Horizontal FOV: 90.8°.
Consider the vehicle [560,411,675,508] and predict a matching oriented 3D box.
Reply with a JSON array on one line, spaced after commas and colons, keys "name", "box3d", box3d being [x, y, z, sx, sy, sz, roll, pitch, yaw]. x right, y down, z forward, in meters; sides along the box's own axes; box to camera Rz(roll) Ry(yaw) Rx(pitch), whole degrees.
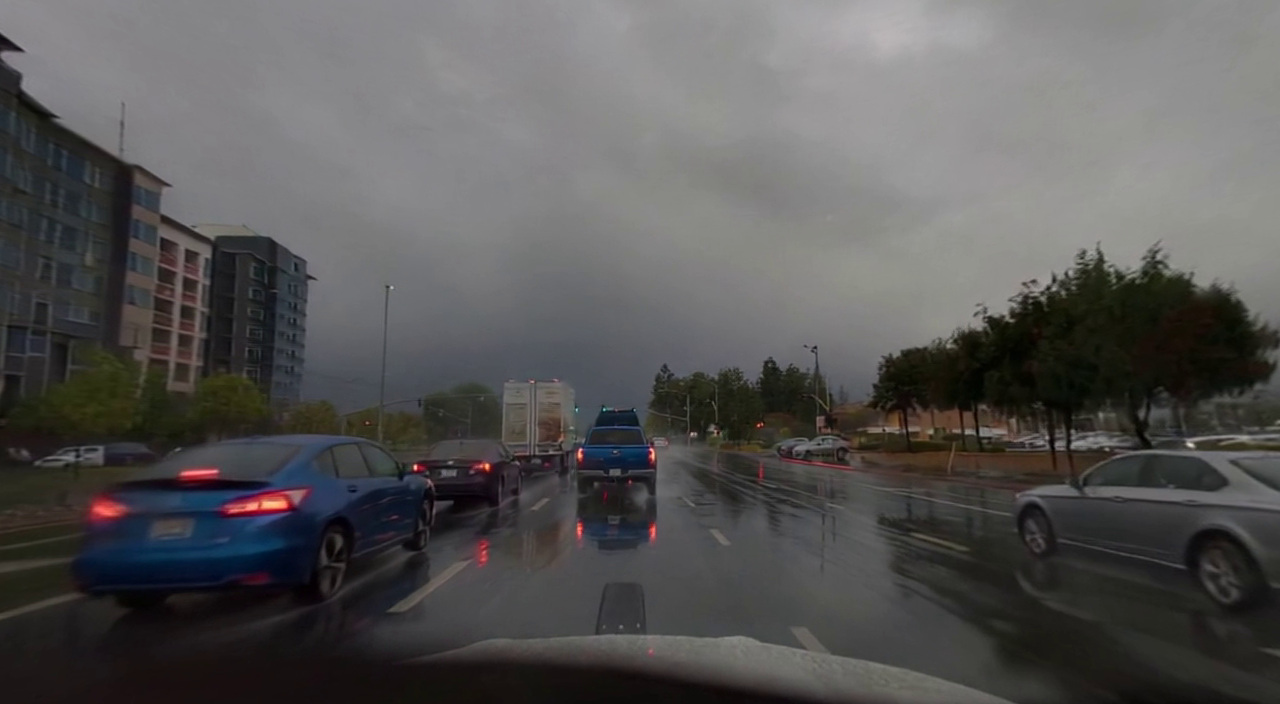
[{"name": "vehicle", "box3d": [-0.509, 2.446, 14.744, 2.260, 1.872, 4.578, 0, -8, -2]}]

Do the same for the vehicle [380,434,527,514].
[{"name": "vehicle", "box3d": [-3.865, 2.587, 13.961, 1.932, 1.472, 4.312, 0, -8, 0]}]

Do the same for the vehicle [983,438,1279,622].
[{"name": "vehicle", "box3d": [5.995, 1.620, 6.504, 2.077, 1.424, 4.869, 0, -8, -2]}]

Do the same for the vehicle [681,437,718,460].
[{"name": "vehicle", "box3d": [4.091, 6.728, 44.226, 1.967, 1.480, 4.286, 0, -8, -3]}]

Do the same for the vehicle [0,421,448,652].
[{"name": "vehicle", "box3d": [-3.520, 1.497, 6.254, 1.904, 1.460, 4.300, 0, -8, -1]}]

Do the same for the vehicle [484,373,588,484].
[{"name": "vehicle", "box3d": [-4.073, 3.562, 28.239, 2.918, 3.741, 13.683, 0, -8, -2]}]
